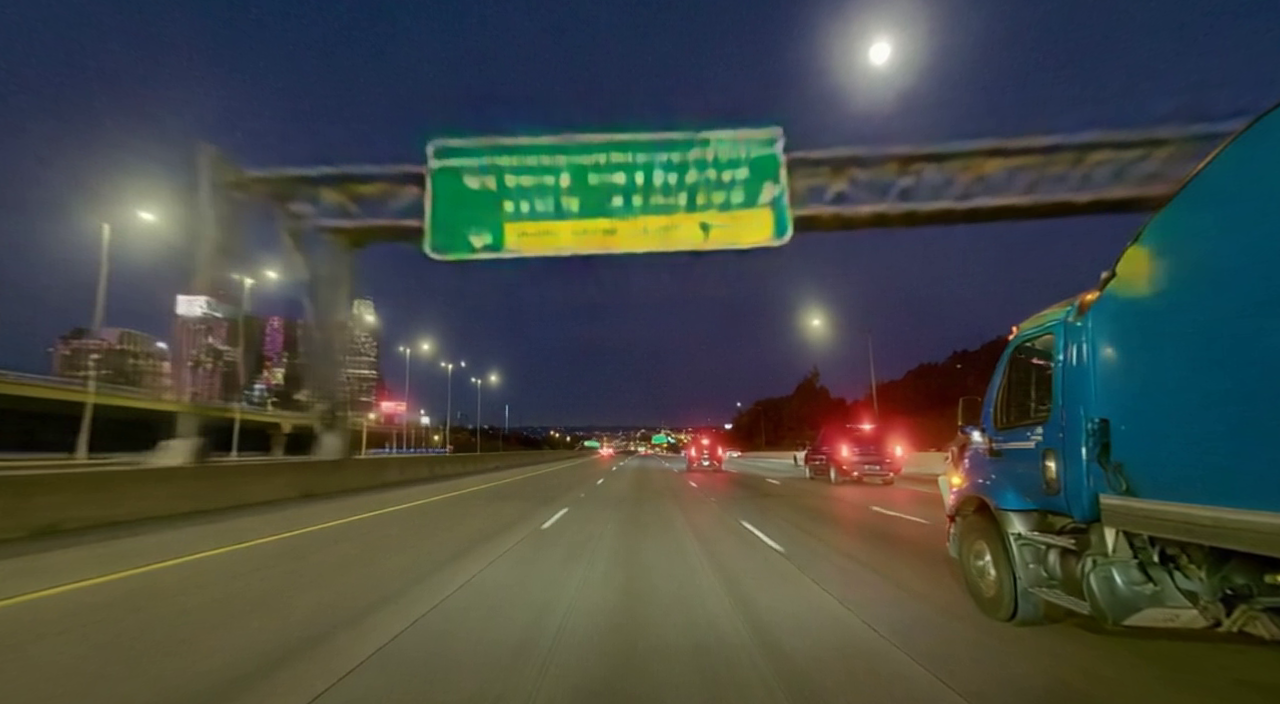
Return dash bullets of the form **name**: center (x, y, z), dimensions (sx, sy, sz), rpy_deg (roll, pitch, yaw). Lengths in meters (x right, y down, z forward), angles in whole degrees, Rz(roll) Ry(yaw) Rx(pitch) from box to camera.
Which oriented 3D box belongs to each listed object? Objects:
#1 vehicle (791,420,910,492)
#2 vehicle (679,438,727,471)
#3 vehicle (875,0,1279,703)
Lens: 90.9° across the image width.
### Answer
- **vehicle**: center (7.210, 3.630, 22.354), dimensions (2.301, 2.203, 5.419), rpy_deg (0, -8, 0)
- **vehicle**: center (4.065, 6.715, 41.614), dimensions (2.464, 1.961, 5.520), rpy_deg (0, -8, -1)
- **vehicle**: center (3.173, 0.231, 1.648), dimensions (2.436, 2.745, 7.034), rpy_deg (0, -8, 1)
